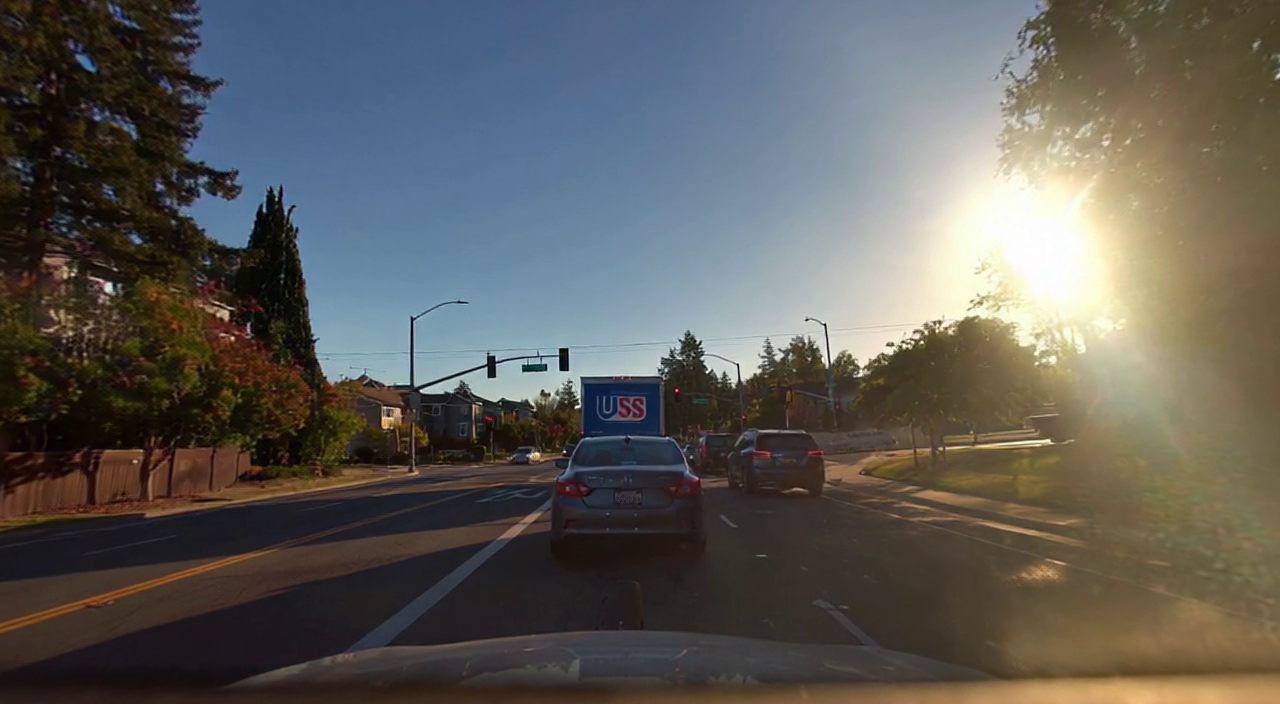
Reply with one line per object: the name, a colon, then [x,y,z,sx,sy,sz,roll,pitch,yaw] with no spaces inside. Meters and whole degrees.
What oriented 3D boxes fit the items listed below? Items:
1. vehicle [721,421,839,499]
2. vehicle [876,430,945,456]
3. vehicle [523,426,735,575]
vehicle: [3.643,2.917,17.423,2.145,1.847,4.524,0,-8,-1]
vehicle: [19.634,6.627,45.998,4.033,1.778,2.015,1,-8,-7]
vehicle: [-0.151,1.810,8.549,2.135,1.483,4.207,0,-8,-1]
